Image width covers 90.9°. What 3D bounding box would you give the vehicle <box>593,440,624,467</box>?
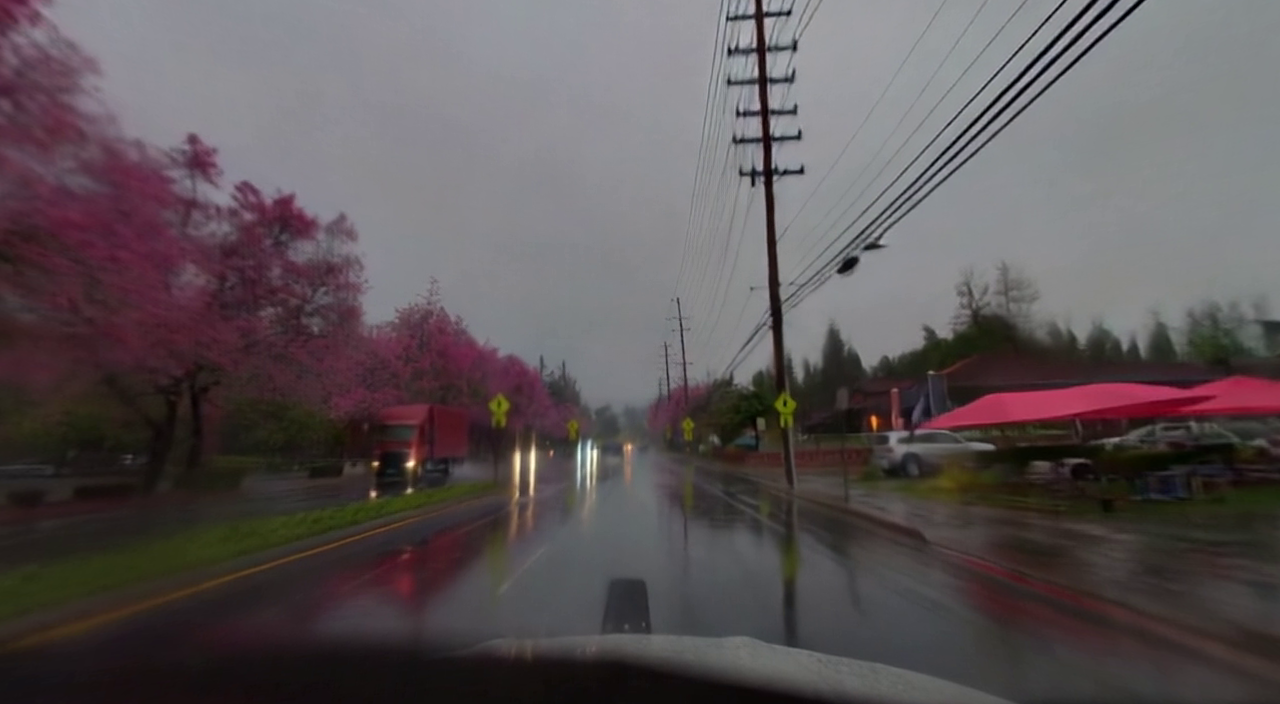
[{"bbox_3d":[-2.395,7.946,49.340,2.202,1.961,4.980,0,-9,0],"label":"vehicle"}]

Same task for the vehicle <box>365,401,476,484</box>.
[{"bbox_3d":[-10.846,4.621,32.092,2.836,3.663,7.511,0,-9,0],"label":"vehicle"}]
